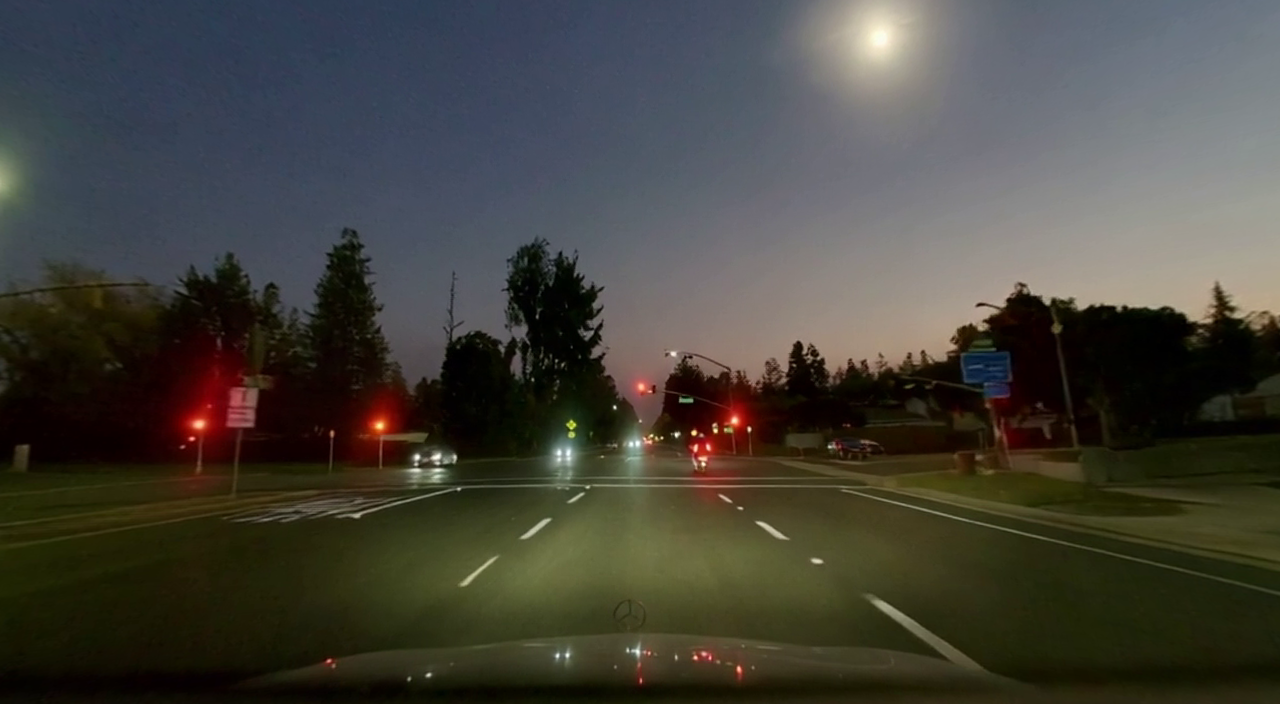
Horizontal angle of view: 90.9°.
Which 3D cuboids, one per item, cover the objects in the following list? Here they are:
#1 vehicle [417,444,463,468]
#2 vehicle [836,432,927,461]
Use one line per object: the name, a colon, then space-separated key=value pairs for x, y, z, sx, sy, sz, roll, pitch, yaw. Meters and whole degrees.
vehicle: x=-13.834 y=7.172 z=43.792 sx=1.879 sy=1.578 sz=3.901 roll=0 pitch=-8 yaw=1
vehicle: x=15.459 y=6.077 z=40.602 sx=4.947 sy=1.771 sz=2.222 roll=0 pitch=-8 yaw=0
